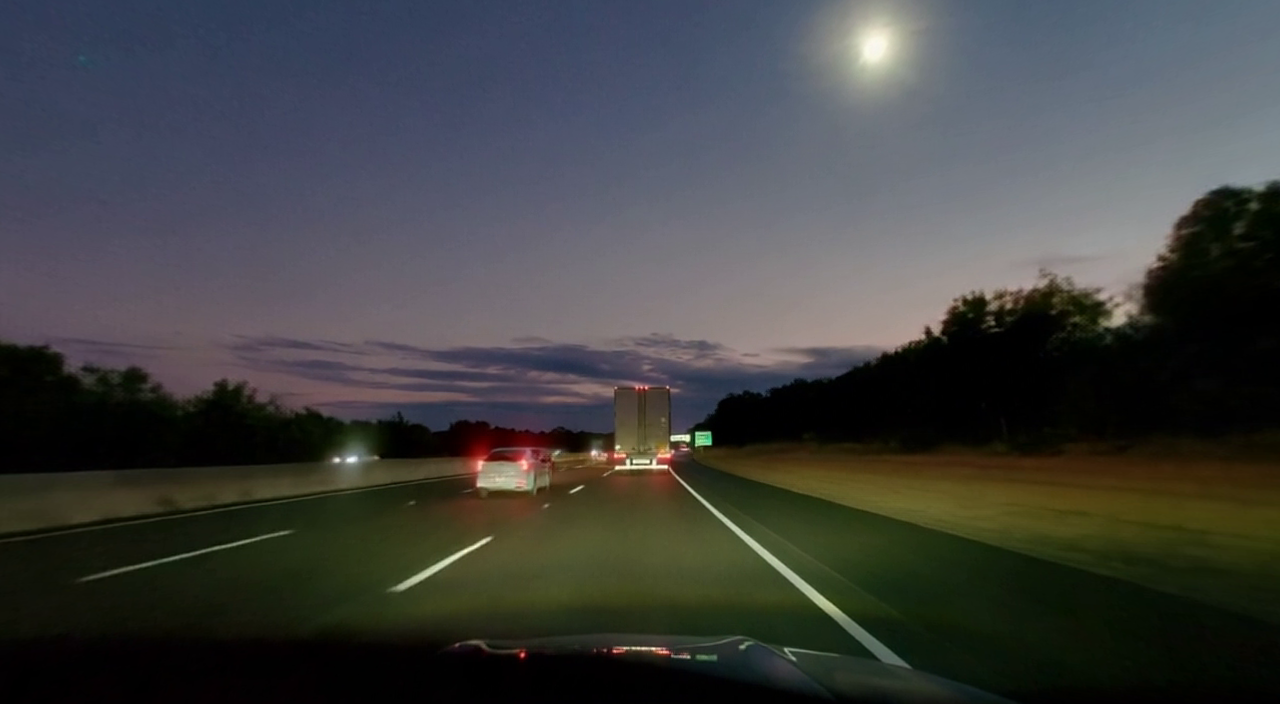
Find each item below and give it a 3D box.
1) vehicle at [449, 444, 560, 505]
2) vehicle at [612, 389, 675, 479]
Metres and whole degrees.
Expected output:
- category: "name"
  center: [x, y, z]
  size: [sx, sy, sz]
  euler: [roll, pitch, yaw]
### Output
- category: "vehicle"
  center: [-3.634, 3.383, 17.853]
  size: [2.092, 1.465, 4.448]
  euler: [0, -9, 1]
- category: "vehicle"
  center: [0.254, 4.886, 36.527]
  size: [2.851, 4.098, 14.436]
  euler: [-1, -9, 1]
